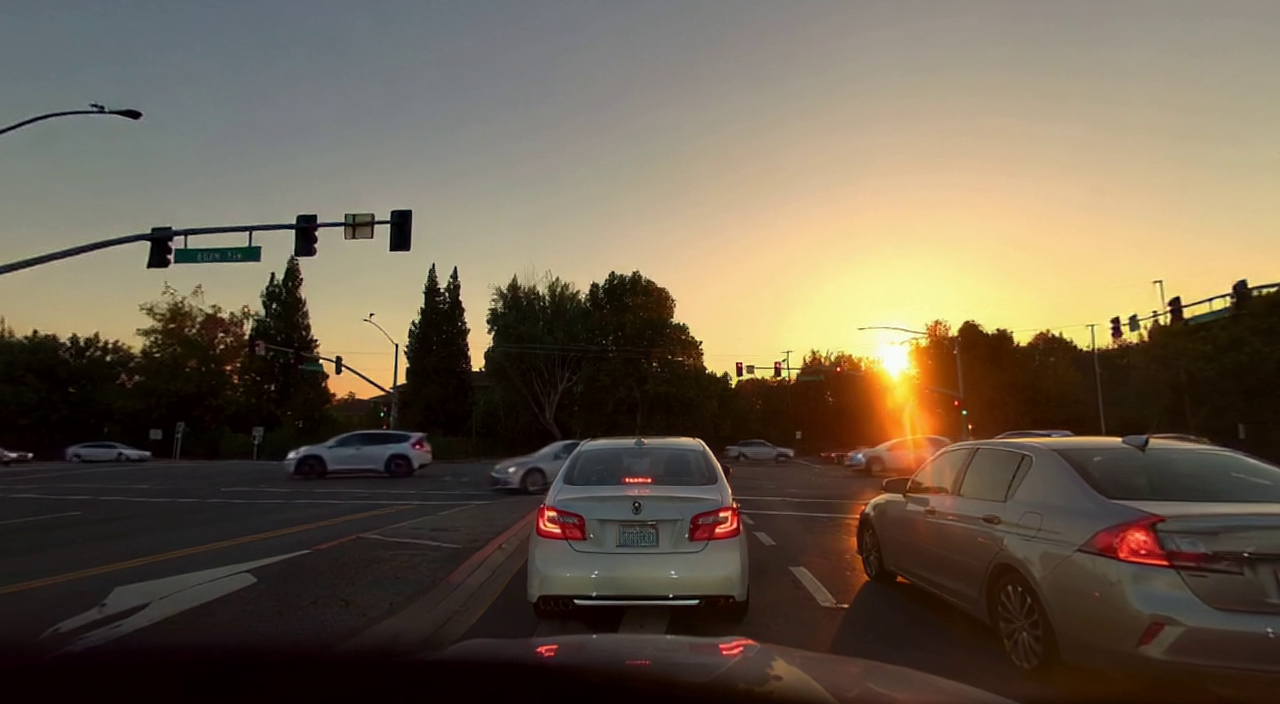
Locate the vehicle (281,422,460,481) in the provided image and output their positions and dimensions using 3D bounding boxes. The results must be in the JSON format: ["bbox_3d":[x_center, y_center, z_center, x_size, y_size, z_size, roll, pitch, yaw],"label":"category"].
[{"bbox_3d":[-8.785,3.278,20.996,1.998,1.709,4.984,-8,-11,42],"label":"vehicle"}]

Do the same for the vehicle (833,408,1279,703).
[{"bbox_3d":[3.093,1.303,4.855,1.861,1.479,4.371,0,-9,0],"label":"vehicle"}]

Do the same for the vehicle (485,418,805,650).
[{"bbox_3d":[0.025,1.473,6.162,2.026,1.458,4.175,0,-9,0],"label":"vehicle"}]

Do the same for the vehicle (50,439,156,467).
[{"bbox_3d":[-31.840,5.986,37.515,4.754,1.583,1.954,-1,-9,7],"label":"vehicle"}]

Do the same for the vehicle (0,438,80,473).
[{"bbox_3d":[-30.362,5.018,30.778,4.517,1.637,1.935,-1,-9,8],"label":"vehicle"}]
